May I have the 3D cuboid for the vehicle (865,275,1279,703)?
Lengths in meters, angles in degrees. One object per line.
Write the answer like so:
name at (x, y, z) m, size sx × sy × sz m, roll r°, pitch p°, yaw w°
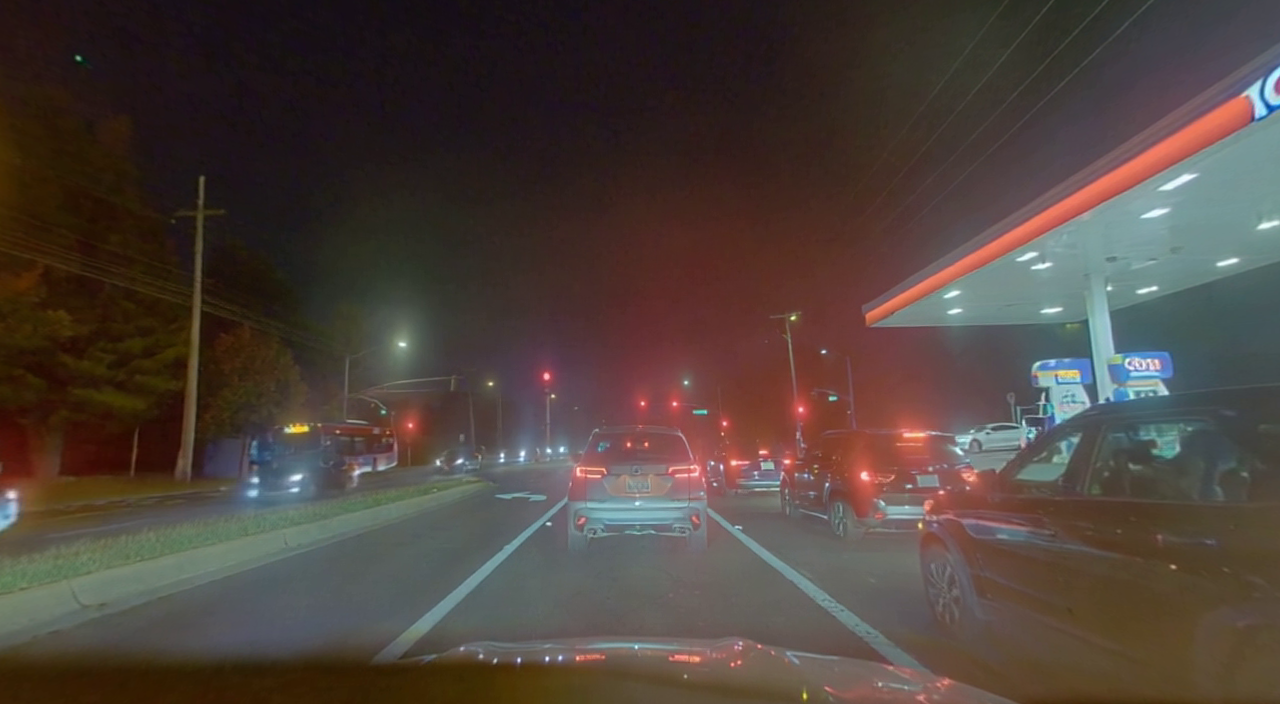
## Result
vehicle at (3.086, 0.879, 3.483) m, size 2.049 × 1.813 × 4.245 m, roll 0°, pitch -9°, yaw -1°

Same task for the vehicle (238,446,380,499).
vehicle at (-10.424, 3.794, 20.387) m, size 2.030 × 1.498 × 4.690 m, roll 0°, pitch -9°, yaw 0°

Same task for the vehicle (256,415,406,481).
vehicle at (-18.648, 6.013, 39.683) m, size 3.010 × 3.475 × 12.655 m, roll 0°, pitch -9°, yaw 0°

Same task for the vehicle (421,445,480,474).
vehicle at (-10.692, 6.085, 36.042) m, size 1.976 × 1.483 × 4.630 m, roll 0°, pitch -9°, yaw 0°

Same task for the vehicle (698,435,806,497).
vehicle at (2.886, 3.066, 17.405) m, size 2.040 × 1.481 × 4.407 m, roll 0°, pitch -9°, yaw -2°

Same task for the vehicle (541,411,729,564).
vehicle at (-0.107, 1.804, 9.116) m, size 2.087 × 1.677 × 4.053 m, roll 0°, pitch -9°, yaw -1°
